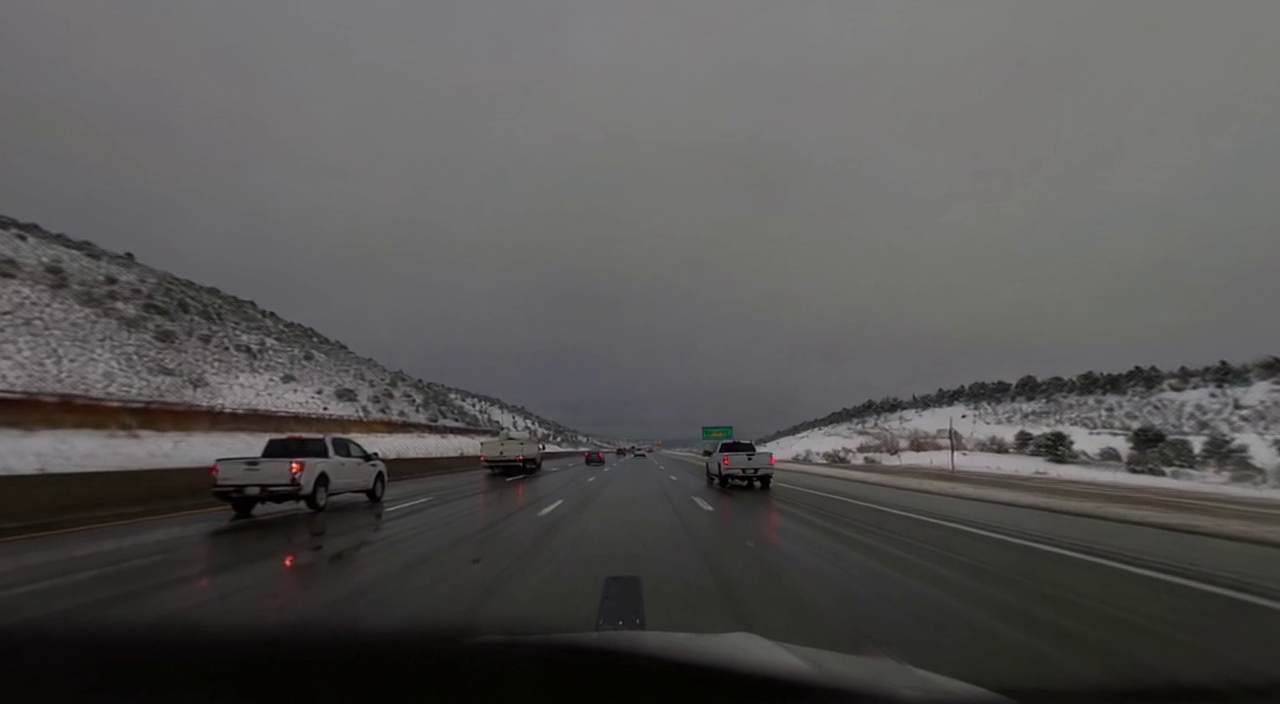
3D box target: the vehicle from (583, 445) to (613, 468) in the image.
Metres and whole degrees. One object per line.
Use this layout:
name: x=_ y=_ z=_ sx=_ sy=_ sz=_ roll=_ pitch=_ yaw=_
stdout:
vehicle: x=-3.134 y=7.863 z=47.436 sx=2.009 sy=1.593 sz=4.378 roll=0 pitch=-9 yaw=0

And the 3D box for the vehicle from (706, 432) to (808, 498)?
vehicle: x=3.436 y=3.449 z=19.544 sx=2.231 sy=1.789 sz=4.700 roll=0 pitch=-9 yaw=0

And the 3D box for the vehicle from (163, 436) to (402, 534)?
vehicle: x=-6.637 y=2.501 z=12.524 sx=1.935 sy=1.550 sz=4.883 roll=0 pitch=-9 yaw=-1

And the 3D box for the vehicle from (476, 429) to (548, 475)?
vehicle: x=-7.506 y=5.987 z=37.930 sx=2.937 sy=2.509 sz=7.090 roll=0 pitch=-9 yaw=-1
